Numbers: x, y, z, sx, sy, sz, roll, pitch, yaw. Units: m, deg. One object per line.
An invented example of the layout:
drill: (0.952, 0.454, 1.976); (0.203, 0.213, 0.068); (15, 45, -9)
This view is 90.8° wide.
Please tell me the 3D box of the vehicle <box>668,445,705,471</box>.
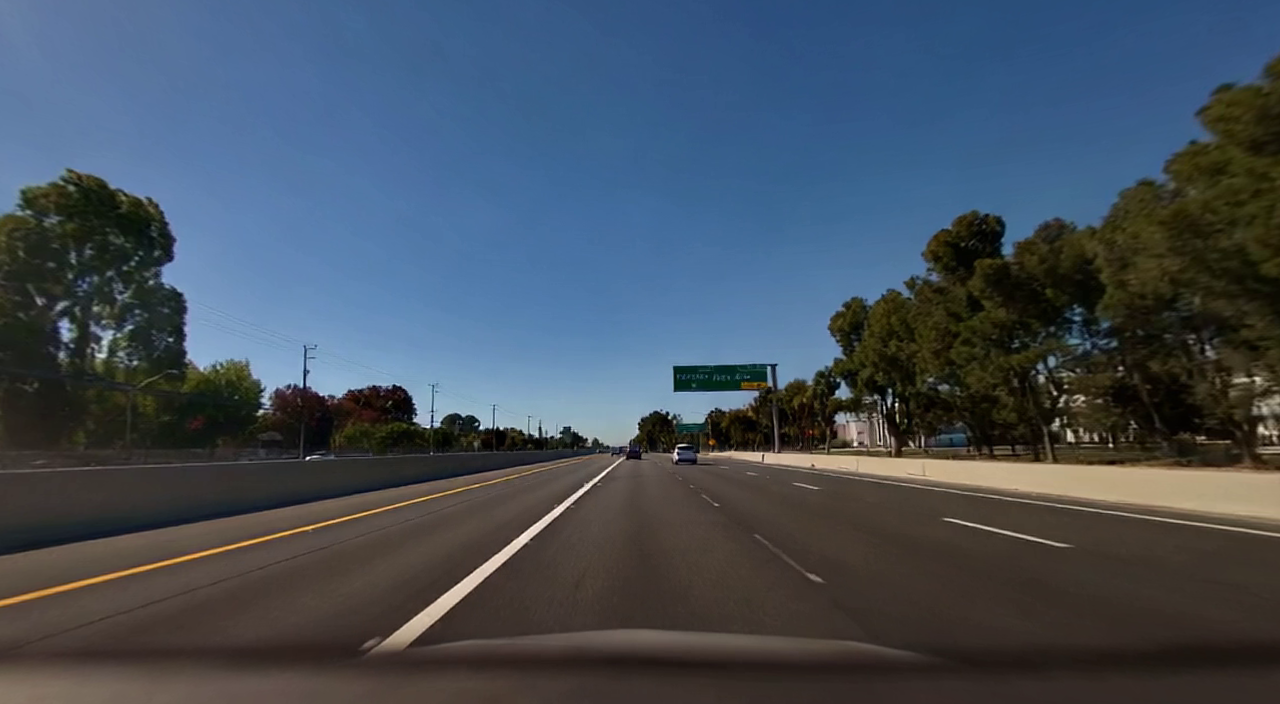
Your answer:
vehicle: (3.195, 7.395, 44.220); (2.083, 1.643, 4.565); (1, -8, -2)
